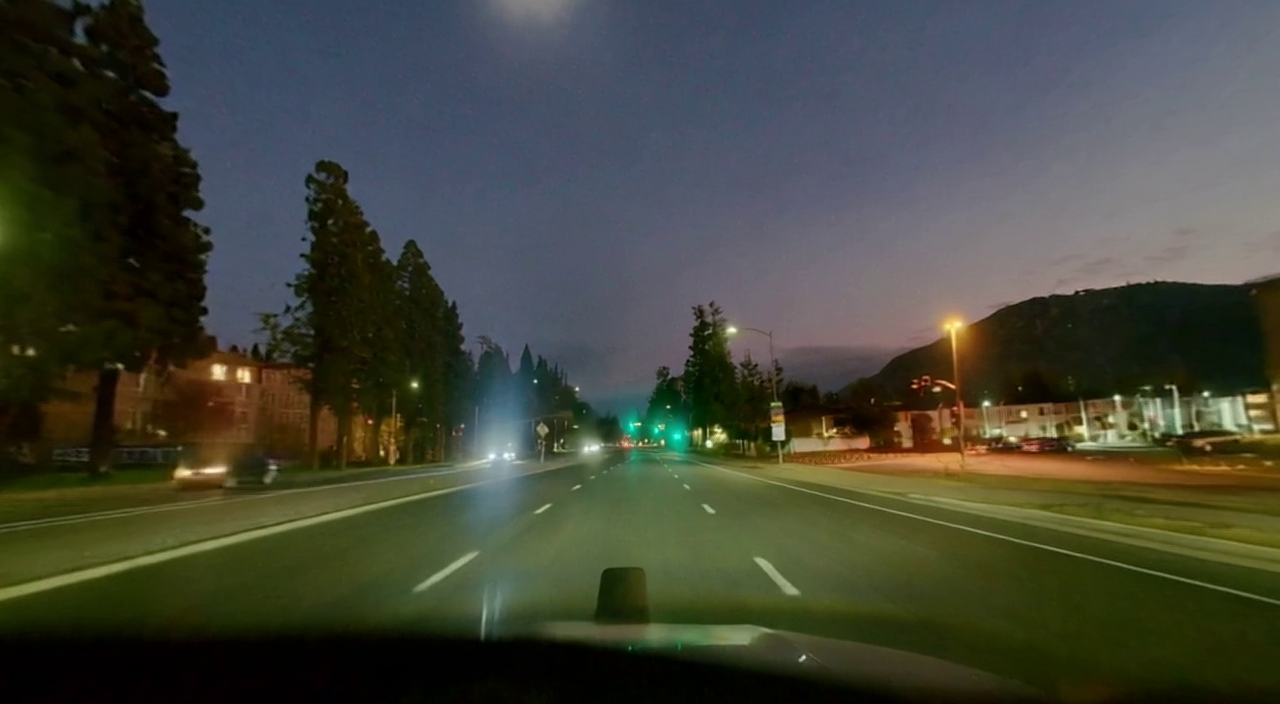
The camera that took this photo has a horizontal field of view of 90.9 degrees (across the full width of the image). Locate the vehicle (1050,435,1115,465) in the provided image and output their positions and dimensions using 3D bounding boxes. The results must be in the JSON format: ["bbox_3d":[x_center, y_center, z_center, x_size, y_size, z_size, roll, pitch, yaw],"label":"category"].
[{"bbox_3d":[25.645,5.664,36.715,1.823,1.466,4.676,-7,-8,20],"label":"vehicle"}]

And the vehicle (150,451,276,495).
[{"bbox_3d":[-16.736,4.713,25.019,1.928,1.531,4.329,0,-8,0],"label":"vehicle"}]

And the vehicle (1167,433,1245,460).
[{"bbox_3d":[32.250,5.422,36.064,1.868,1.434,4.425,-3,-9,22],"label":"vehicle"}]
